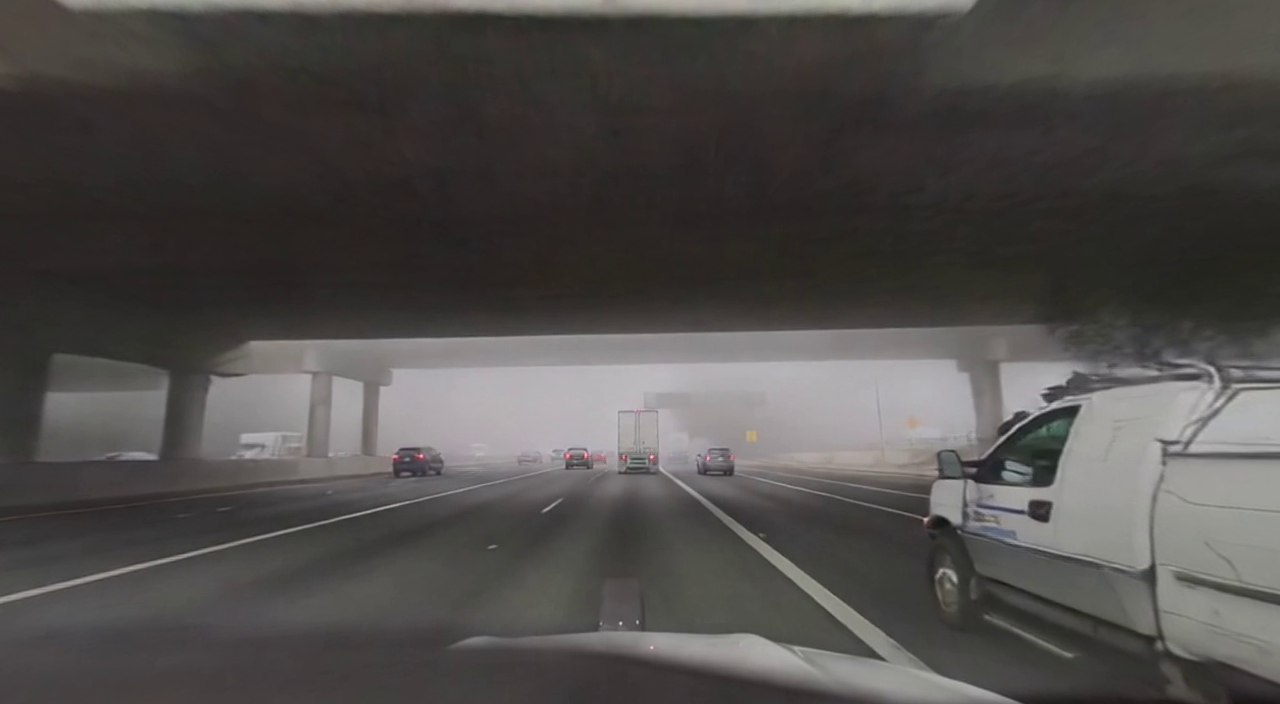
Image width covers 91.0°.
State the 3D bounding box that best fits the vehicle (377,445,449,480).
[{"bbox_3d":[-11.231,5.468,31.499,1.966,1.627,4.258,0,-9,1],"label":"vehicle"}]

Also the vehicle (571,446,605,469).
[{"bbox_3d":[-3.710,7.608,45.496,2.083,1.576,4.307,0,-9,0],"label":"vehicle"}]

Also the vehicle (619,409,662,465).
[{"bbox_3d":[0.152,6.799,49.623,3.012,3.928,10.262,0,-9,1],"label":"vehicle"}]

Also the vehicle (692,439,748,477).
[{"bbox_3d":[3.823,5.170,30.911,2.107,1.707,4.445,0,-9,0],"label":"vehicle"}]

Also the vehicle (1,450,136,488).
[{"bbox_3d":[-27.704,5.650,30.796,2.052,1.716,4.732,0,-9,1],"label":"vehicle"}]
